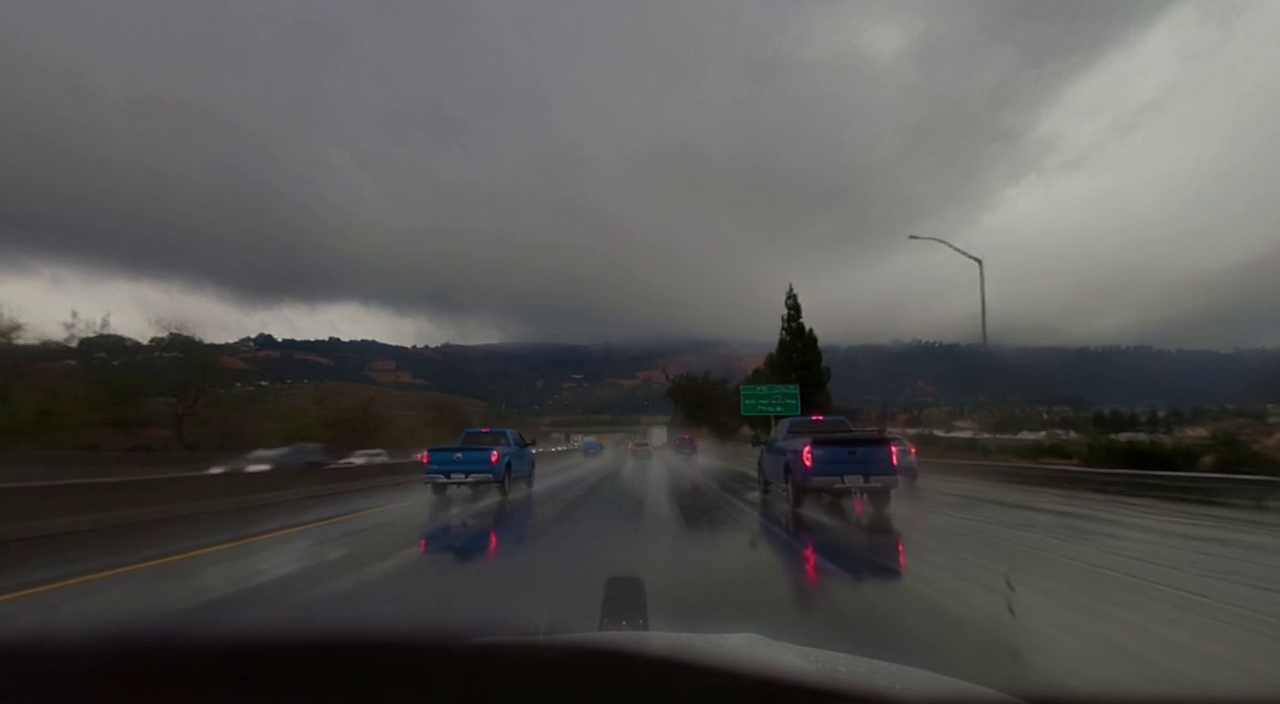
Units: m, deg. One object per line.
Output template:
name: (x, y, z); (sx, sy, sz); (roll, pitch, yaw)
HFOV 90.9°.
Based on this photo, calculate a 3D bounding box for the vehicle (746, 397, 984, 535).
vehicle: (3.687, 2.043, 11.885); (2.424, 1.952, 5.611); (0, -8, 0)

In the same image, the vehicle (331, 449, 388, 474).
vehicle: (-20.427, 7.966, 46.169); (1.919, 1.673, 4.612); (0, -9, 1)

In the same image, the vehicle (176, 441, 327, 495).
vehicle: (-13.590, 4.064, 22.565); (2.121, 1.686, 5.007); (-1, -8, 1)

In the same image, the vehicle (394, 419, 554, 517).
vehicle: (-3.570, 2.619, 14.795); (2.227, 1.853, 5.161); (-1, -8, 1)

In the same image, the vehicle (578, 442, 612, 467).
vehicle: (-3.385, 7.753, 47.894); (2.235, 1.785, 4.386); (0, -8, 1)
